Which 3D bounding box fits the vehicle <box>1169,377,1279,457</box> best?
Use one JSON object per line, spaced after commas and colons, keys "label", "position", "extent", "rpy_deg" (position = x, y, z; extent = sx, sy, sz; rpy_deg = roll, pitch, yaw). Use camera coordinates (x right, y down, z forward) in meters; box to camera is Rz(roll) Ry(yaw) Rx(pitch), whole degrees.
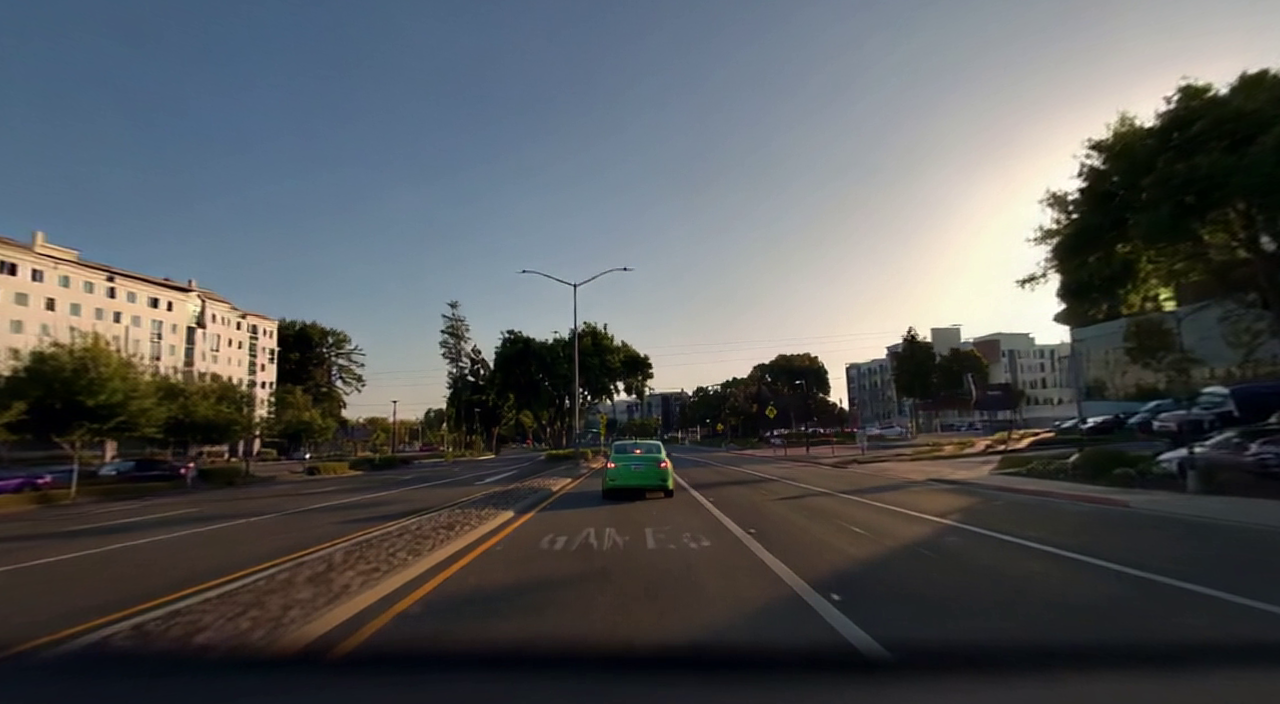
{"label": "vehicle", "position": [24.382, 2.598, 24.449], "extent": [2.170, 2.875, 5.941], "rpy_deg": [1, -9, -3]}

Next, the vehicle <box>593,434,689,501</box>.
{"label": "vehicle", "position": [-0.009, 2.858, 16.028], "extent": [2.126, 1.475, 3.967], "rpy_deg": [0, -8, -1]}

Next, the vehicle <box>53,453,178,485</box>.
{"label": "vehicle", "position": [-27.709, 6.161, 33.372], "extent": [4.665, 1.578, 2.051], "rpy_deg": [0, -8, -3]}

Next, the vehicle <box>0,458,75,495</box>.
{"label": "vehicle", "position": [-27.864, 5.436, 27.603], "extent": [4.209, 1.497, 1.913], "rpy_deg": [0, -9, 0]}
